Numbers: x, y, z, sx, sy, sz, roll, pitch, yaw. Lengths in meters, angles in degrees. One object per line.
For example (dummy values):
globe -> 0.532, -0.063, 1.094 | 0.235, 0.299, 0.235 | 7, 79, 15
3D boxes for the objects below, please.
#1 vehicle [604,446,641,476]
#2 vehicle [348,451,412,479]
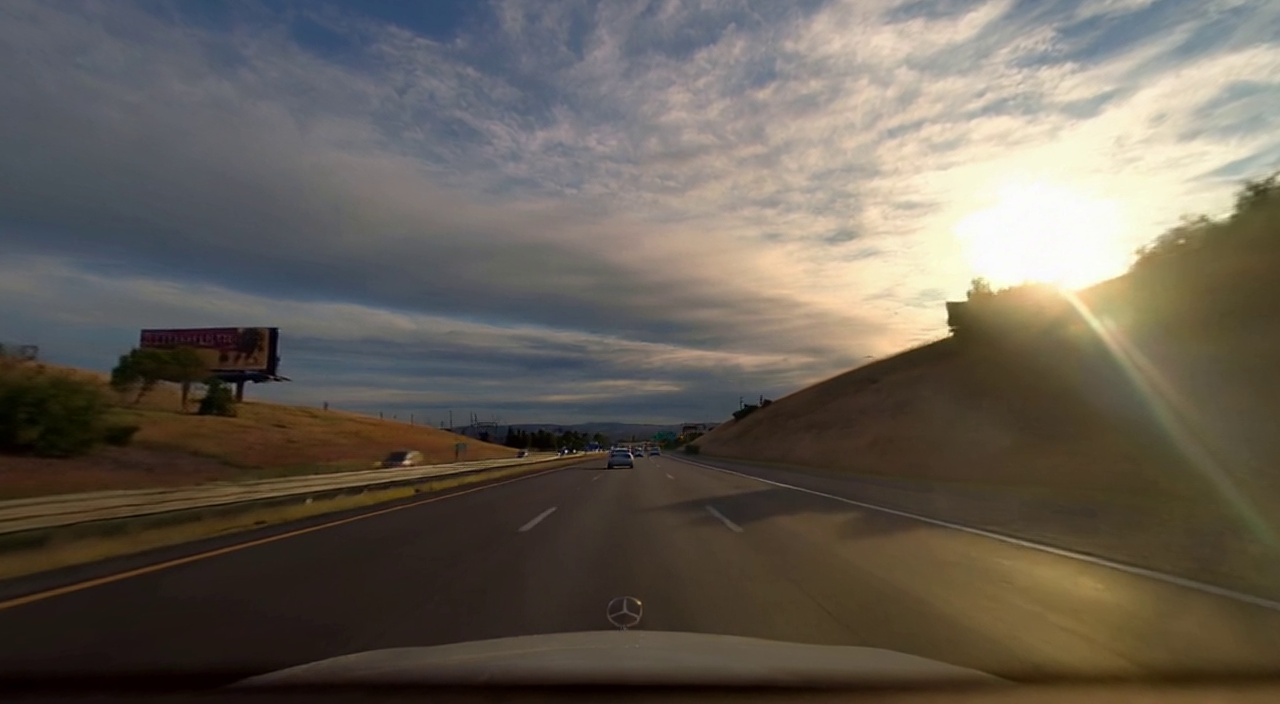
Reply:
vehicle -> -0.936, 6.015, 34.937 | 1.916, 1.494, 4.335 | 0, -9, 0
vehicle -> -15.154, 6.590, 37.014 | 1.781, 1.535, 4.735 | 0, -9, 0
